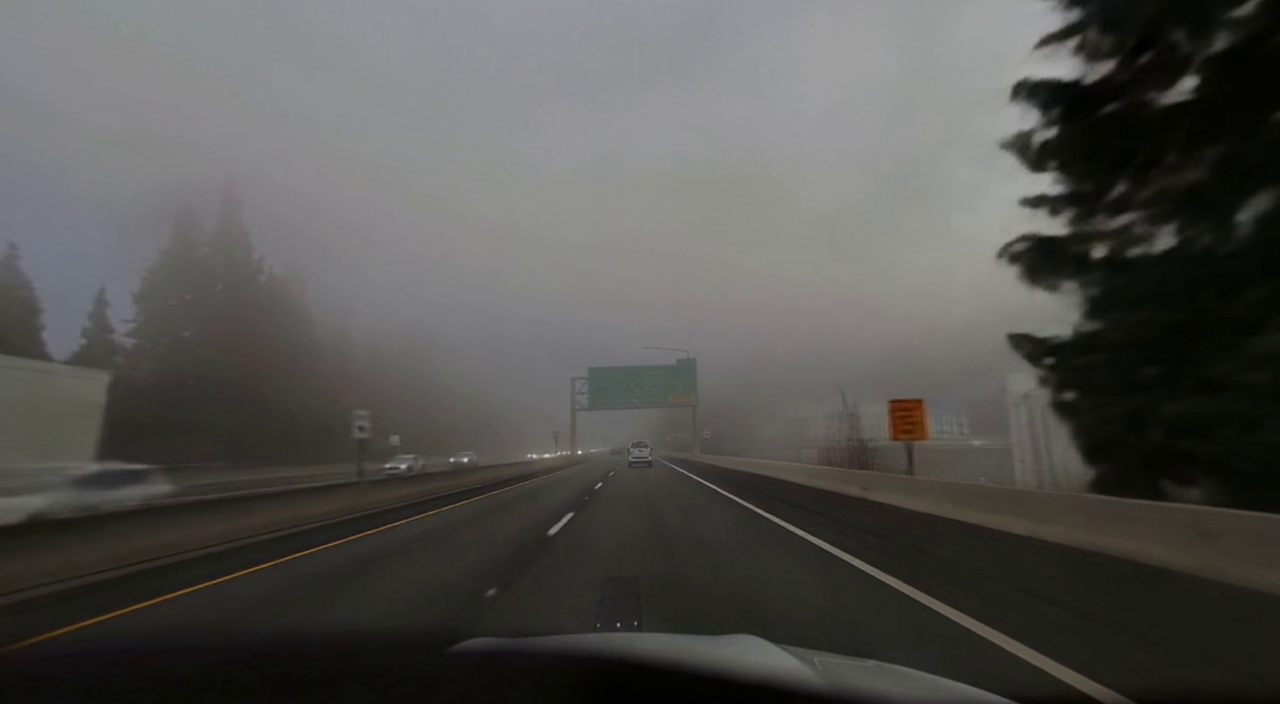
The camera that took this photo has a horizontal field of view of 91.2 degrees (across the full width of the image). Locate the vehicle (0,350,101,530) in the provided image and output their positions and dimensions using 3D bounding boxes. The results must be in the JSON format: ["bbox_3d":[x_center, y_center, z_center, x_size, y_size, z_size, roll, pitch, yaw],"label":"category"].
[{"bbox_3d":[-16.120,1.735,12.525,2.866,4.099,8.730,0,-9,-1],"label":"vehicle"}]

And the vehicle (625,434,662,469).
[{"bbox_3d":[0.244,6.546,41.106,2.268,2.122,4.595,-1,-9,1],"label":"vehicle"}]

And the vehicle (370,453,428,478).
[{"bbox_3d":[-16.028,7.563,41.954,1.909,1.525,4.800,-1,-9,1],"label":"vehicle"}]
